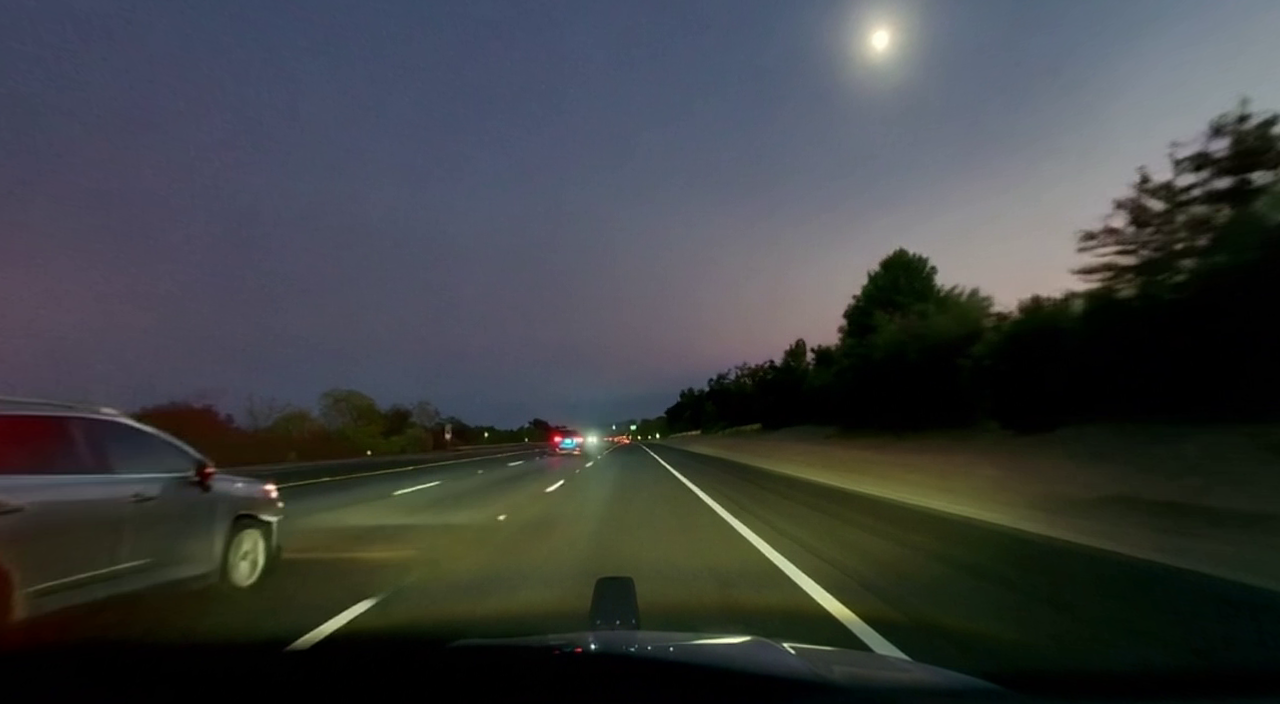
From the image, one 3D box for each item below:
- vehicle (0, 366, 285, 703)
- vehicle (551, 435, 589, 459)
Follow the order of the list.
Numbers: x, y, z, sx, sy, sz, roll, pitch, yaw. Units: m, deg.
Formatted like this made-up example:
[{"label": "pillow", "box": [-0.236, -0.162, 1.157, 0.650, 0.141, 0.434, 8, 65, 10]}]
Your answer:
[{"label": "vehicle", "box": [-4.137, 0.920, 3.177, 2.070, 1.647, 4.577, 0, -8, -1]}, {"label": "vehicle", "box": [-4.509, 6.140, 40.846, 2.063, 1.496, 4.225, 0, -8, -1]}]
